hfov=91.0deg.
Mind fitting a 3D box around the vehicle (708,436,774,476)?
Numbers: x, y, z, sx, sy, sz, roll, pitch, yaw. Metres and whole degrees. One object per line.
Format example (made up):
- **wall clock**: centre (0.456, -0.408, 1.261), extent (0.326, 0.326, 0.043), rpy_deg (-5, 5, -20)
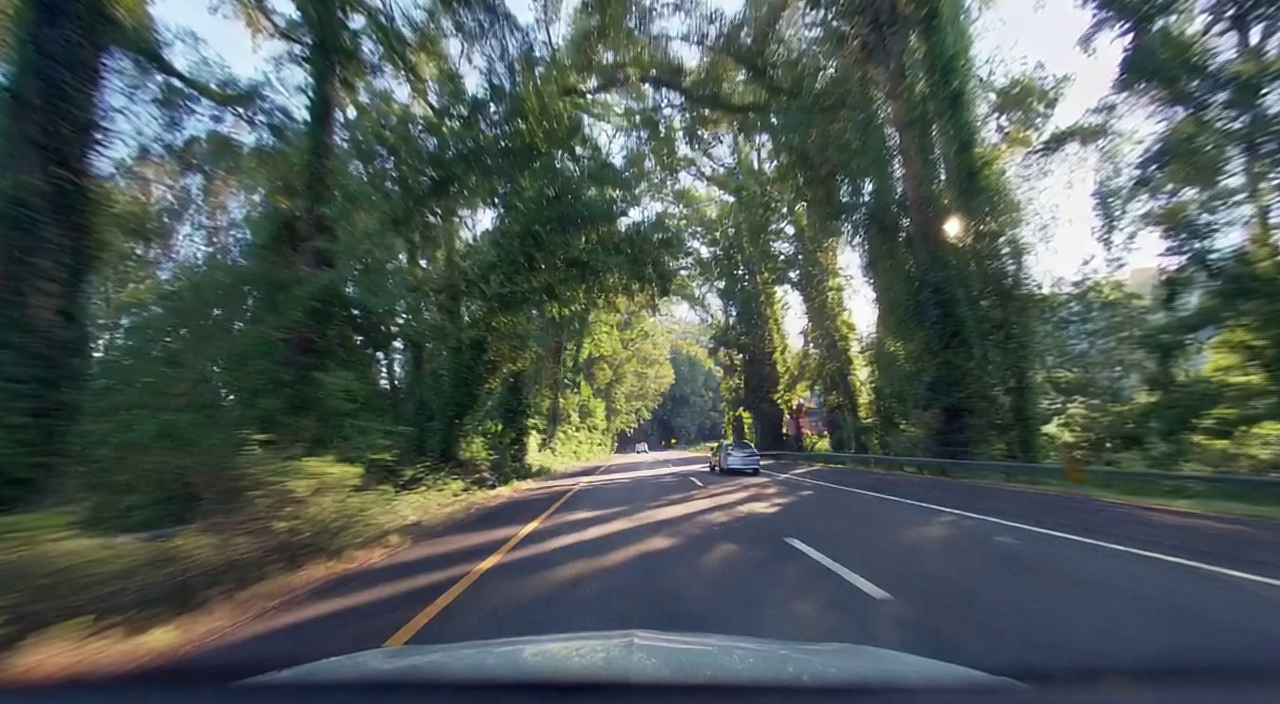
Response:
- **vehicle**: centre (4.178, 4.400, 26.879), extent (1.905, 1.525, 4.719), rpy_deg (0, -8, -2)
